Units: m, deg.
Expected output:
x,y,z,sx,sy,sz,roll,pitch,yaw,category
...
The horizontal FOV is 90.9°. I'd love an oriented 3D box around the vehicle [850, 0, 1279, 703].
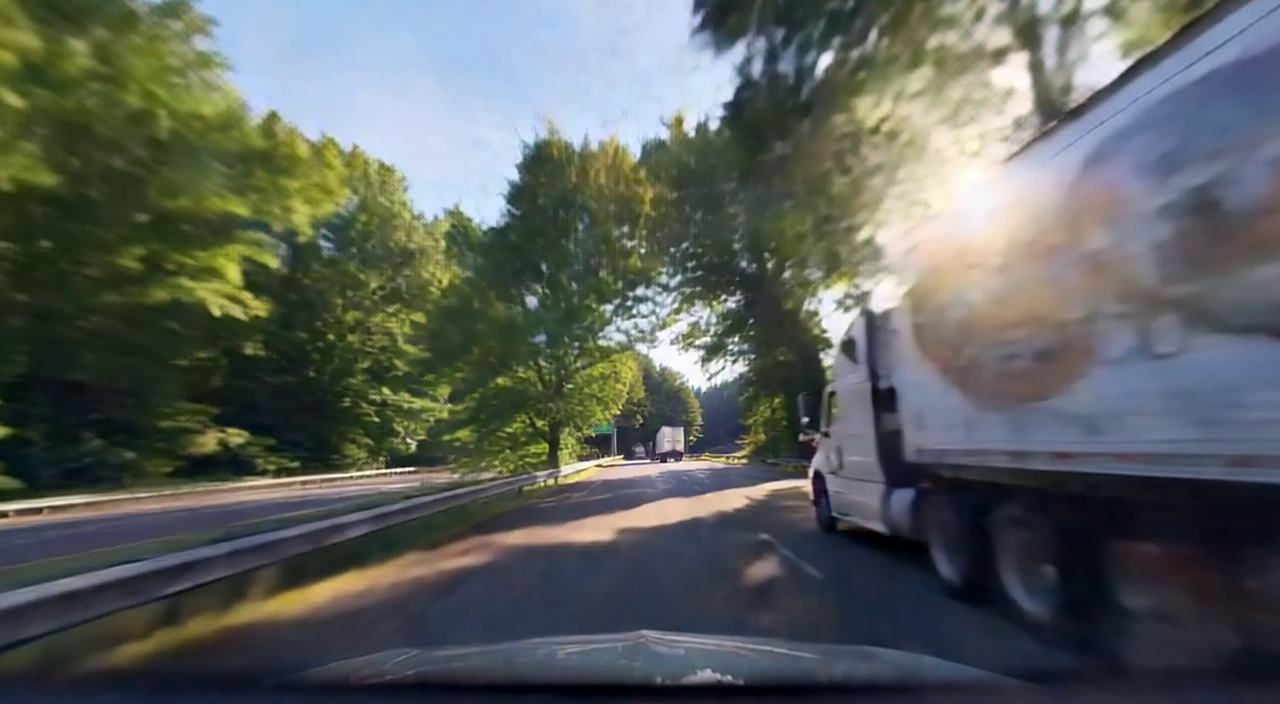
x,y,z,sx,sy,sz,roll,pitch,yaw,category
4.207,-0.778,0.290,3.231,4.102,14.393,0,-9,0,vehicle
